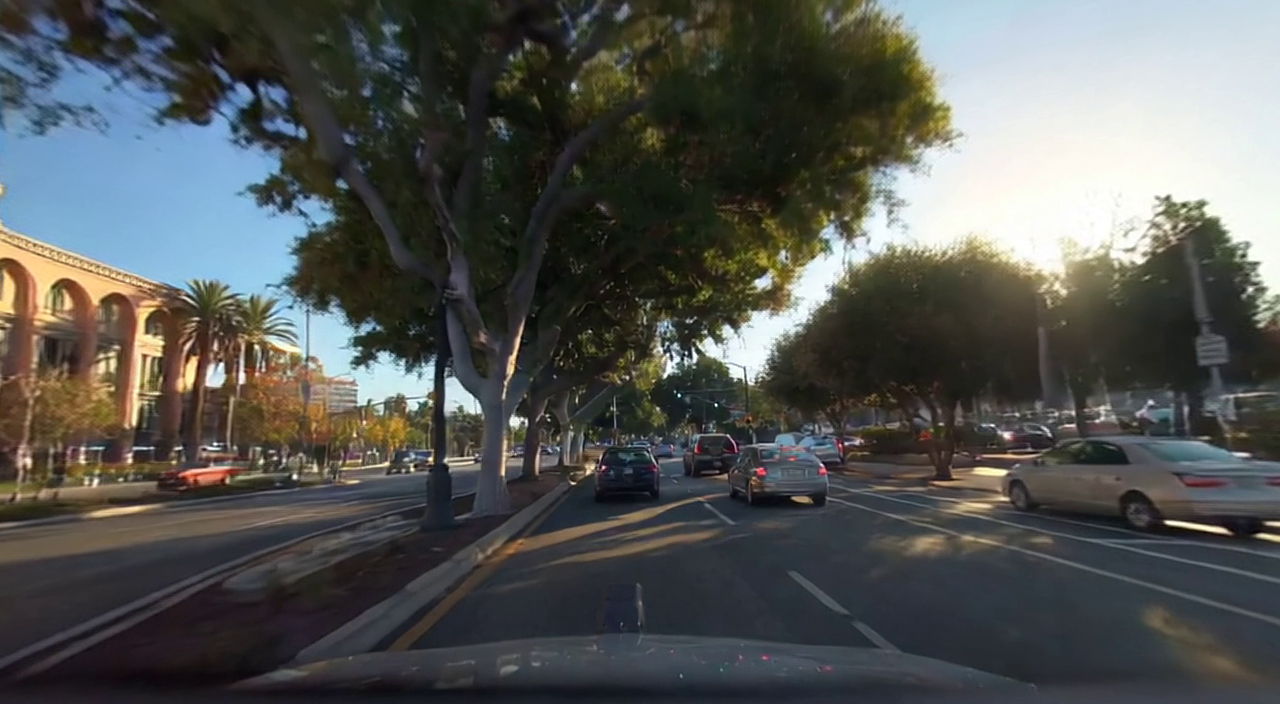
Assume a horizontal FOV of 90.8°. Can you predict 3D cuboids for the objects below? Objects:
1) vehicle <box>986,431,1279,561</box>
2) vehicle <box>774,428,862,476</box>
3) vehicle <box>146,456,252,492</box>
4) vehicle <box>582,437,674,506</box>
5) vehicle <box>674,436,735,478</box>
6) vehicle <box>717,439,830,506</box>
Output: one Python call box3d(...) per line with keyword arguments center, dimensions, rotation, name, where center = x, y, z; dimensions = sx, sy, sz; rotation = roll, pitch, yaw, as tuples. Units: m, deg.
box3d(center=(8.152, 2.096, 10.247), dimensions=(1.970, 1.559, 4.911), rotation=(0, -8, -5), name="vehicle")
box3d(center=(7.840, 4.414, 28.430), dimensions=(2.200, 1.933, 5.123), rotation=(0, -7, -3), name="vehicle")
box3d(center=(-20.875, 5.769, 30.152), dimensions=(1.935, 1.479, 4.453), rotation=(0, -8, -2), name="vehicle")
box3d(center=(-0.307, 2.948, 16.047), dimensions=(2.050, 1.521, 3.747), rotation=(0, -8, -1), name="vehicle")
box3d(center=(3.122, 5.332, 32.549), dimensions=(2.127, 1.854, 7.971), rotation=(0, -8, -1), name="vehicle")
box3d(center=(3.238, 2.986, 16.244), dimensions=(1.833, 1.465, 4.258), rotation=(0, -8, -2), name="vehicle")
